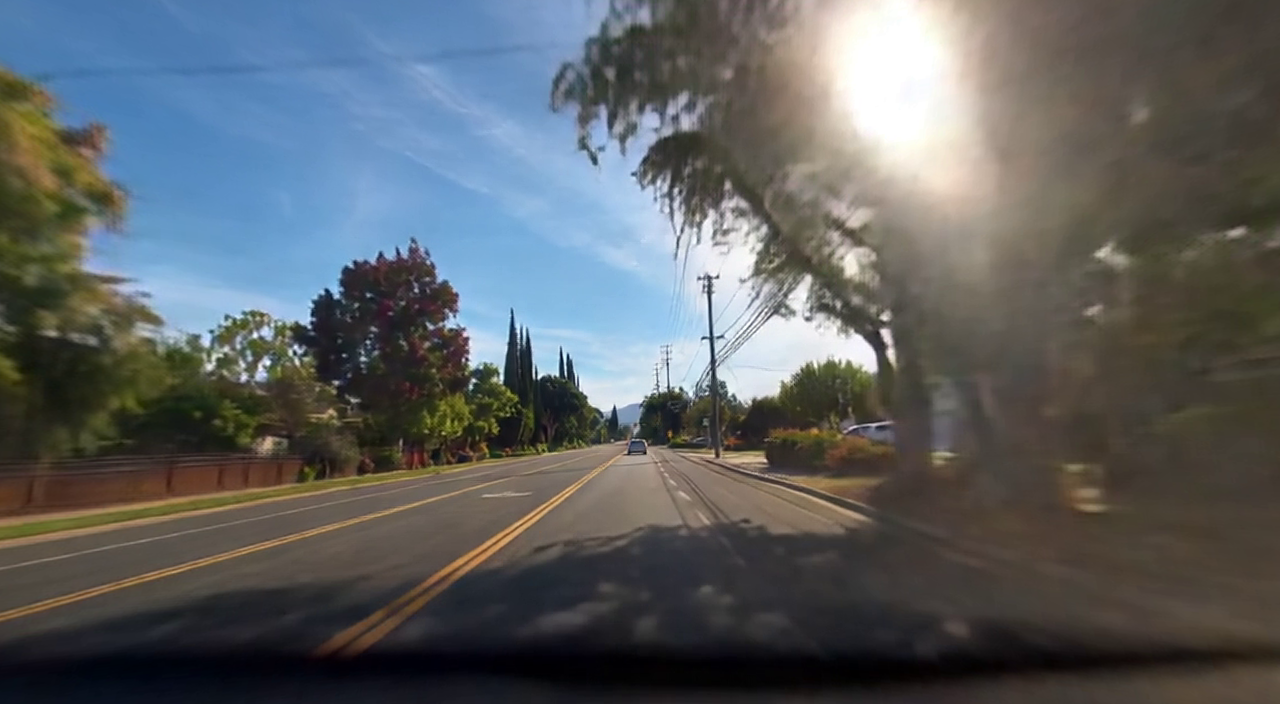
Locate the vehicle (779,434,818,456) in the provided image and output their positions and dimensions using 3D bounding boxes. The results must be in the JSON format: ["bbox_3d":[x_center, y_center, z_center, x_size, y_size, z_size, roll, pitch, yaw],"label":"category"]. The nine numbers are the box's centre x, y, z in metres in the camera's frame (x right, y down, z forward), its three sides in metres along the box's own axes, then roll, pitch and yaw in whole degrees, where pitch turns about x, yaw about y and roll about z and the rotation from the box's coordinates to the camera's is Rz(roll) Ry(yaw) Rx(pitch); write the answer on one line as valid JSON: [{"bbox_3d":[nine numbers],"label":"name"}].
[{"bbox_3d":[12.112,7.140,48.271,1.846,1.523,4.492,0,-8,1],"label":"vehicle"}]

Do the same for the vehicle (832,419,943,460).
[{"bbox_3d":[12.900,4.615,33.061,4.905,2.056,2.058,0,-9,0],"label":"vehicle"}]
